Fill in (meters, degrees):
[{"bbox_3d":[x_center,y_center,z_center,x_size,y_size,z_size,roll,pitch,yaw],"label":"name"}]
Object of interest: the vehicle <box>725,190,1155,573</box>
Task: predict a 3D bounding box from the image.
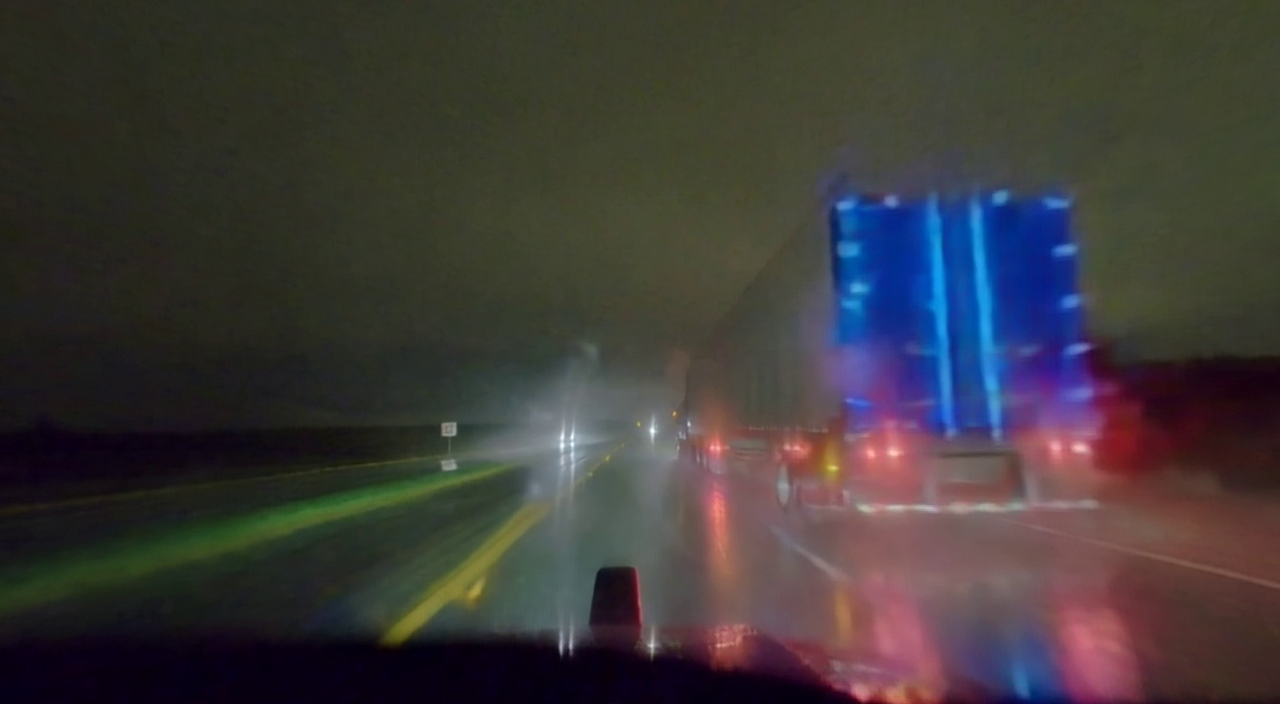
[{"bbox_3d":[3.509,0.785,10.560,2.949,3.877,8.528,0,-8,0],"label":"vehicle"}]
